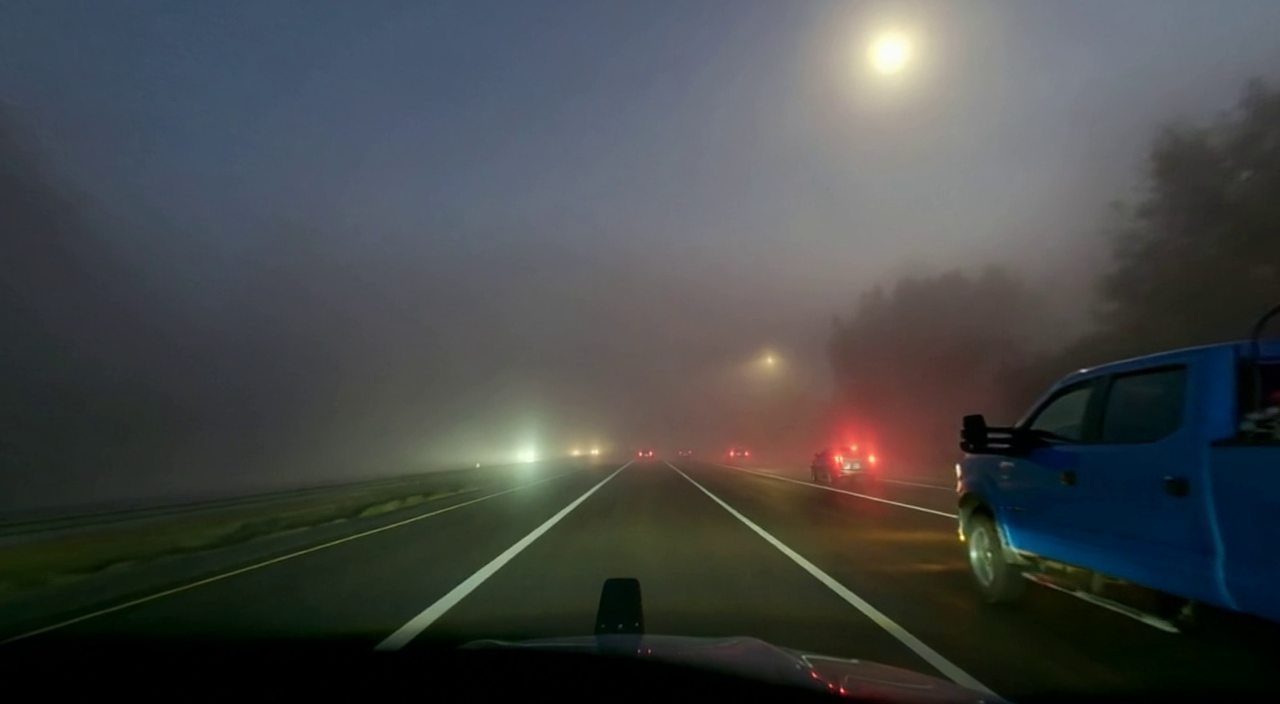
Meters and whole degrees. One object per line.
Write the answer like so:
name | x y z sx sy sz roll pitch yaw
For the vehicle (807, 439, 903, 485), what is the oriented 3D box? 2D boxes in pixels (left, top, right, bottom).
vehicle | 7.862 4.059 23.509 1.989 1.526 4.443 0 -9 0

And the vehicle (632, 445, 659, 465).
vehicle | 0.429 8.061 49.346 2.030 1.473 3.926 0 -9 0

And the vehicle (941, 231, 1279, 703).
vehicle | 3.707 0.556 2.391 2.354 2.079 5.586 0 -9 0
